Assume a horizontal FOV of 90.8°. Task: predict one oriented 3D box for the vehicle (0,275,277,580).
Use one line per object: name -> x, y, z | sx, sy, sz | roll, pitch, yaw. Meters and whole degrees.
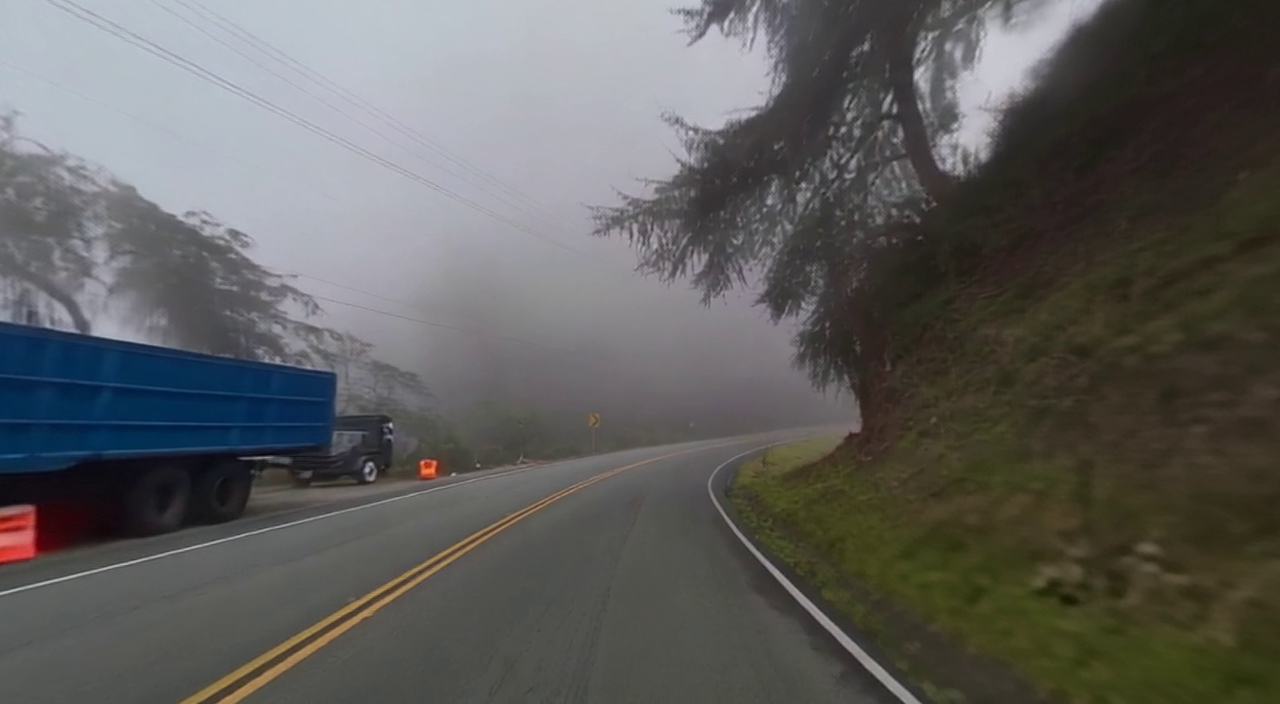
vehicle -> -8.187, 1.048, 7.958 | 3.031, 3.185, 7.053 | -4, -8, 1
